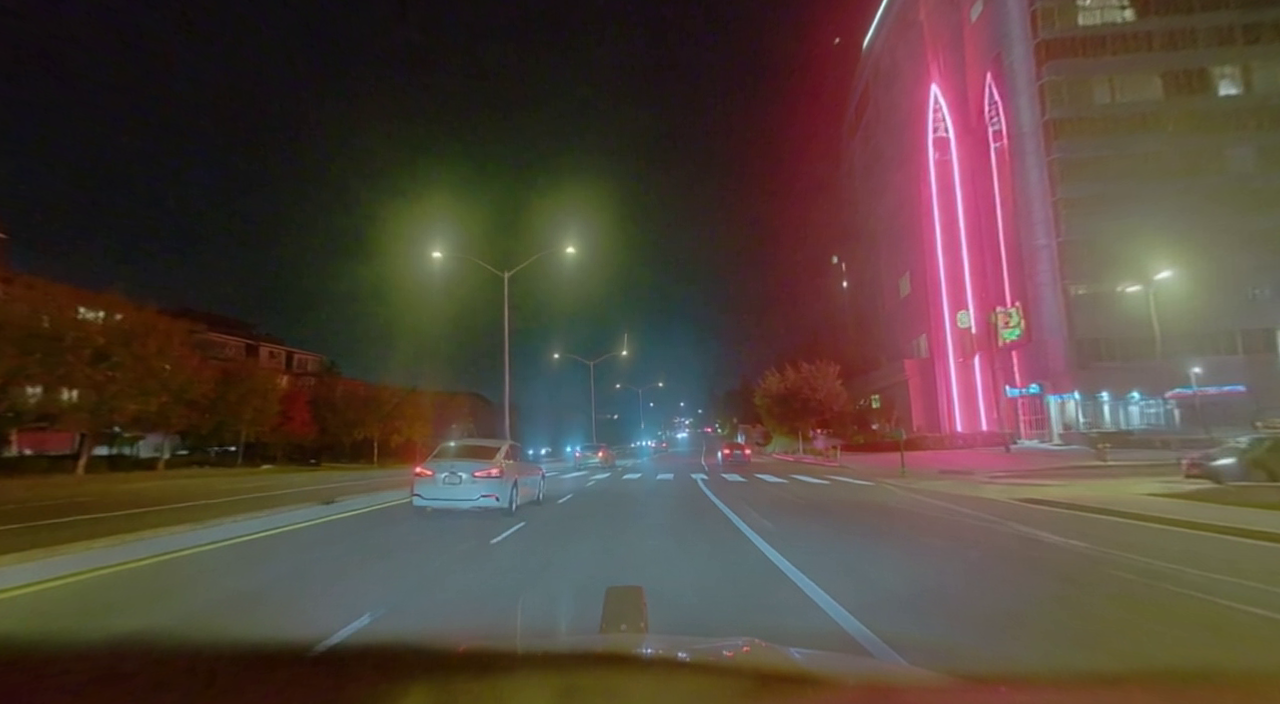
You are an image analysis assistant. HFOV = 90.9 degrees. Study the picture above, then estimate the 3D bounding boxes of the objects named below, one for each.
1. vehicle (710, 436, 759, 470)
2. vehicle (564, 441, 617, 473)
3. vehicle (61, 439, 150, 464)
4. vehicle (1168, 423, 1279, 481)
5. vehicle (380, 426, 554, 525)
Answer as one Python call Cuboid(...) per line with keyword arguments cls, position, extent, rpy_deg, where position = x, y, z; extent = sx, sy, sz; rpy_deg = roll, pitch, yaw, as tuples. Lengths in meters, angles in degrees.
Cuboid(cls="vehicle", position=(5.050, 5.437, 34.188), extent=(2.103, 1.699, 4.171), rpy_deg=(0, -8, 2))
Cuboid(cls="vehicle", position=(-2.383, 5.185, 31.347), extent=(1.980, 1.454, 4.226), rpy_deg=(-1, -8, 4))
Cuboid(cls="vehicle", position=(-39.979, 7.427, 47.214), extent=(1.993, 1.726, 4.713), rpy_deg=(-7, -11, 41))
Cuboid(cls="vehicle", position=(17.977, 2.751, 17.530), extent=(4.583, 1.491, 2.192), rpy_deg=(0, -8, -1))
Cuboid(cls="vehicle", position=(-3.112, 2.328, 12.476), extent=(2.118, 1.568, 4.436), rpy_deg=(0, -8, 1))
